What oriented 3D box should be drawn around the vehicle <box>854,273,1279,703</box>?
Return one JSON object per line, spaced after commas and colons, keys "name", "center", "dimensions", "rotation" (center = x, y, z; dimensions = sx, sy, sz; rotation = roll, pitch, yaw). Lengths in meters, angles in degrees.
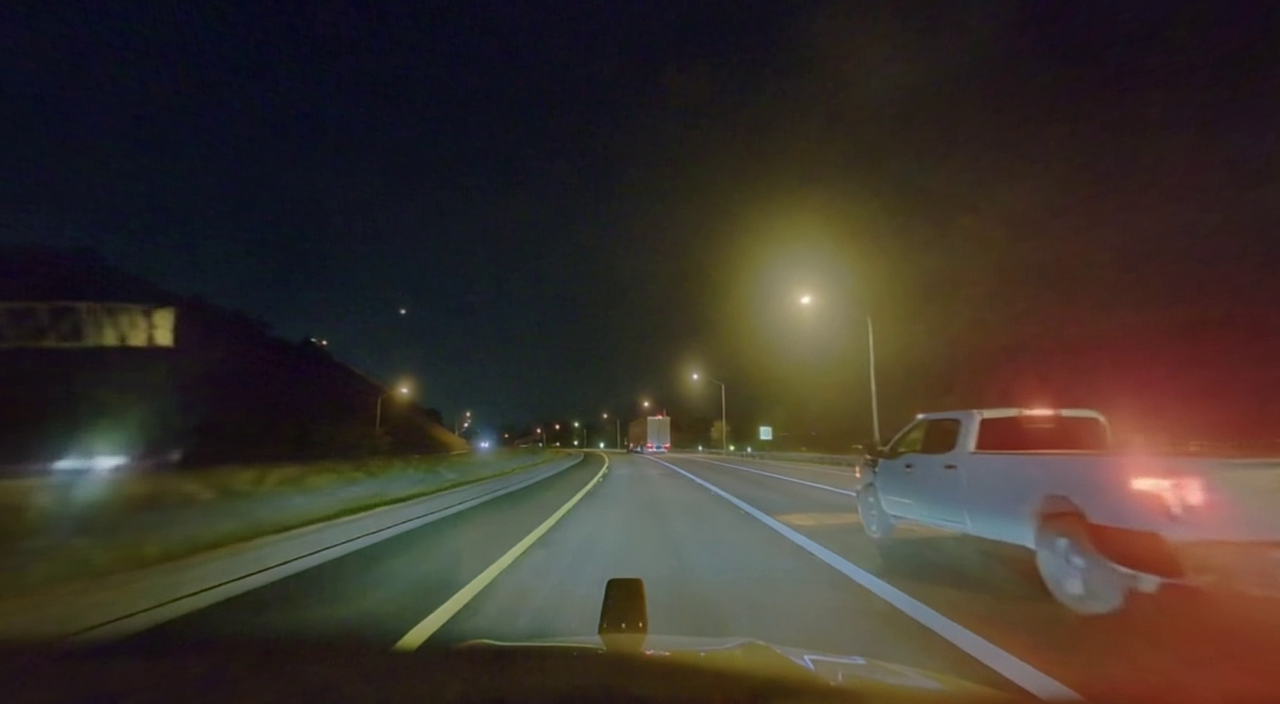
{"name": "vehicle", "center": [4.010, 1.008, 5.357], "dimensions": [2.383, 1.959, 5.669], "rotation": [0, -8, 0]}
